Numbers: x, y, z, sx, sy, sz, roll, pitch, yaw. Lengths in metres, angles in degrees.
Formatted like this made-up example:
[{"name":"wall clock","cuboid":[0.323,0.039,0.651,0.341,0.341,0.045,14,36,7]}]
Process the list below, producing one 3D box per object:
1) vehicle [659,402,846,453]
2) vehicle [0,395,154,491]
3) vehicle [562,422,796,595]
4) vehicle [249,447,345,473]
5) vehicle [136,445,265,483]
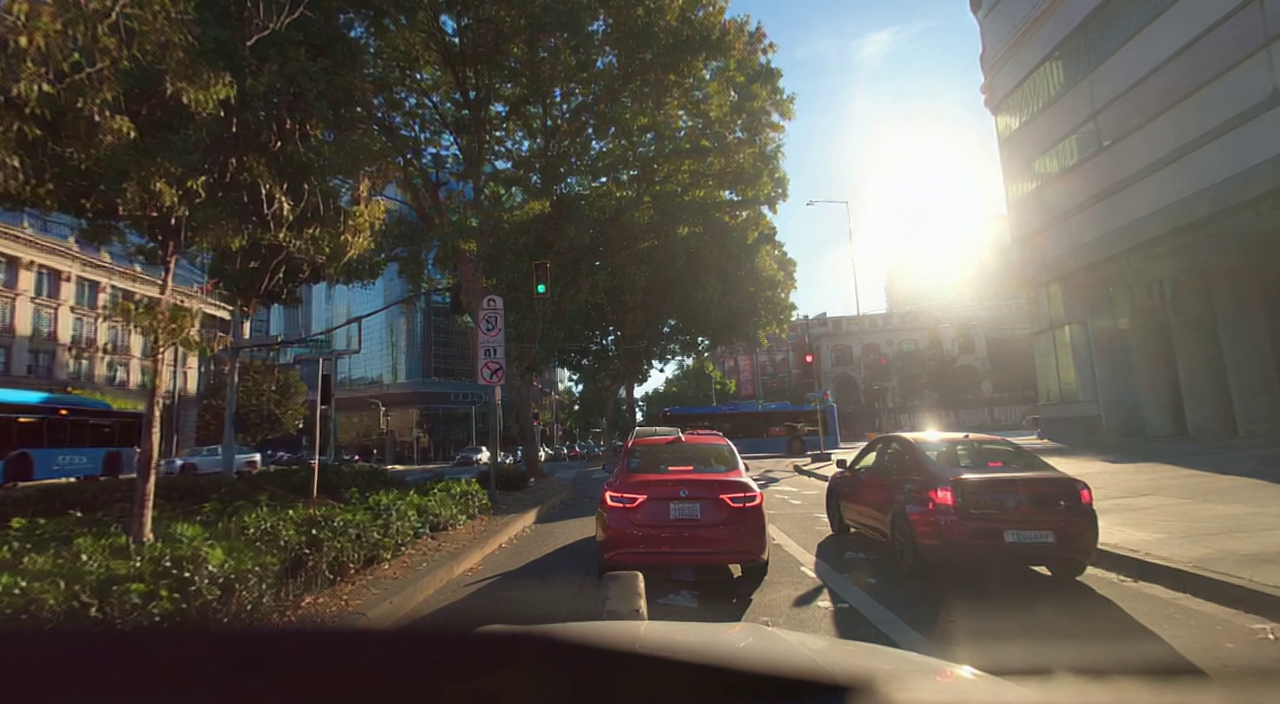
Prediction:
[{"name":"vehicle","cuboid":[8.513,5.870,48.857,13.811,3.706,2.997,0,-9,-3]},{"name":"vehicle","cuboid":[-25.953,3.646,25.320,2.692,3.685,10.153,-3,-9,20]},{"name":"vehicle","cuboid":[0.373,1.634,7.395,2.006,1.470,3.799,0,-8,1]},{"name":"vehicle","cuboid":[-20.277,6.380,37.610,1.883,1.461,4.830,-4,-9,23]},{"name":"vehicle","cuboid":[-20.627,5.220,29.901,1.892,1.645,4.561,-4,-9,25]}]
